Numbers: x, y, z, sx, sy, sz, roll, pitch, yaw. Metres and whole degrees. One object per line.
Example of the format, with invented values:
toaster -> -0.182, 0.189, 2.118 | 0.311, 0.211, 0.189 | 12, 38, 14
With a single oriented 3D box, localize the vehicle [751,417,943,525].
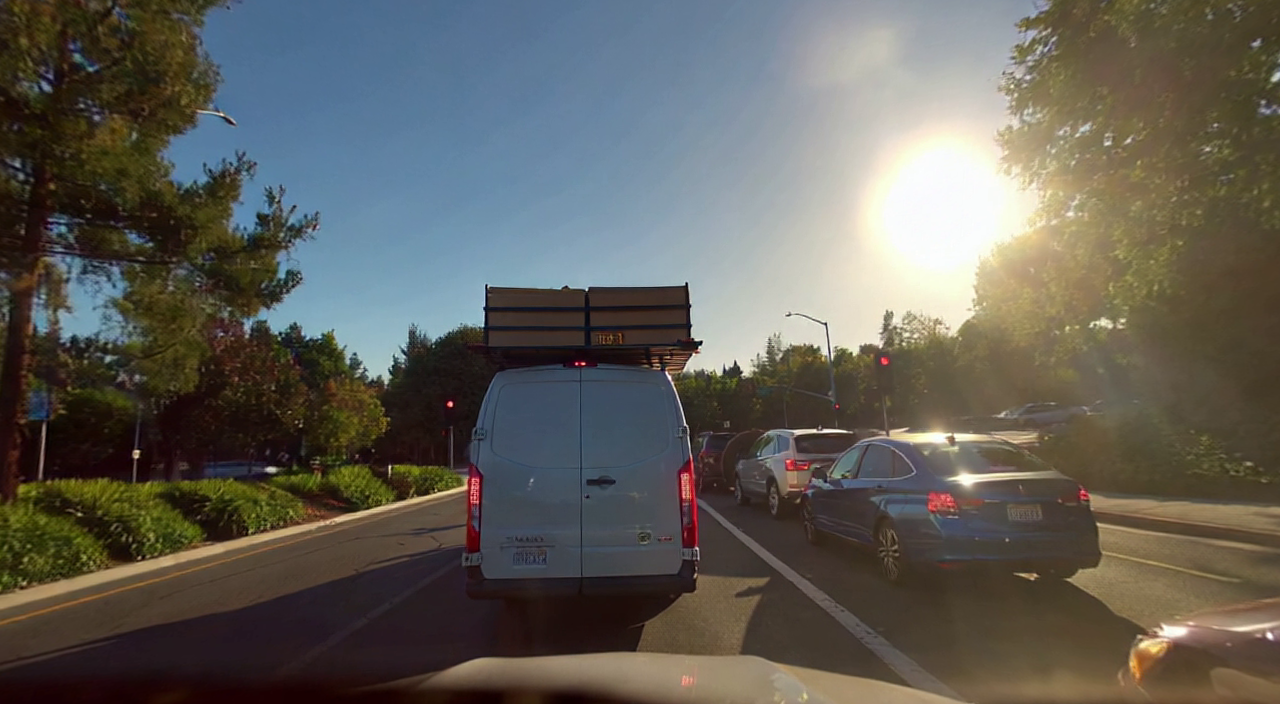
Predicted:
vehicle -> 3.697, 2.215, 12.274 | 2.024, 1.692, 4.252 | 1, -9, -4

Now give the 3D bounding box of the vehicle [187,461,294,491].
vehicle -> -19.454, 6.045, 31.004 | 4.135, 1.321, 1.687 | 3, -9, -22

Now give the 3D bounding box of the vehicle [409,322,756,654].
vehicle -> -0.359, 1.155, 6.193 | 2.145, 2.089, 4.309 | 0, -9, 0

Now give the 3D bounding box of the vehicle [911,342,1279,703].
vehicle -> 3.456, 0.941, 3.400 | 1.965, 1.671, 4.146 | 0, -9, -3
